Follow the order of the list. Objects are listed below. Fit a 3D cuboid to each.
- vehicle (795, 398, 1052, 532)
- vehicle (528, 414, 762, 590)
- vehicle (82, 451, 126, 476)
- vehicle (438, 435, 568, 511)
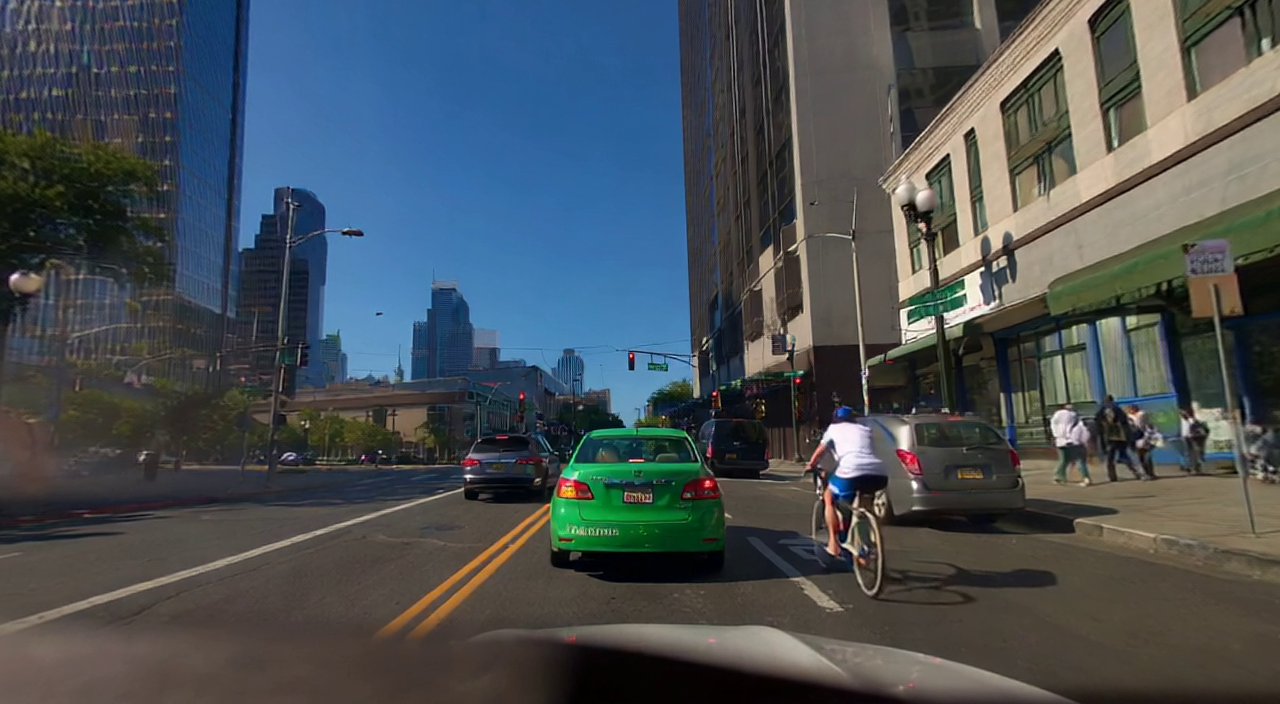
[{"bbox_3d":[4.508,1.913,11.130,2.142,1.829,4.767,0,-9,-2],"label":"vehicle"},{"bbox_3d":[0.030,1.649,7.721,2.091,1.557,4.000,0,-9,0],"label":"vehicle"},{"bbox_3d":[-40.448,8.363,47.475,2.264,1.722,4.721,7,-11,-41],"label":"vehicle"},{"bbox_3d":[-2.940,2.708,14.631,2.039,1.452,4.489,0,-9,-1],"label":"vehicle"}]
